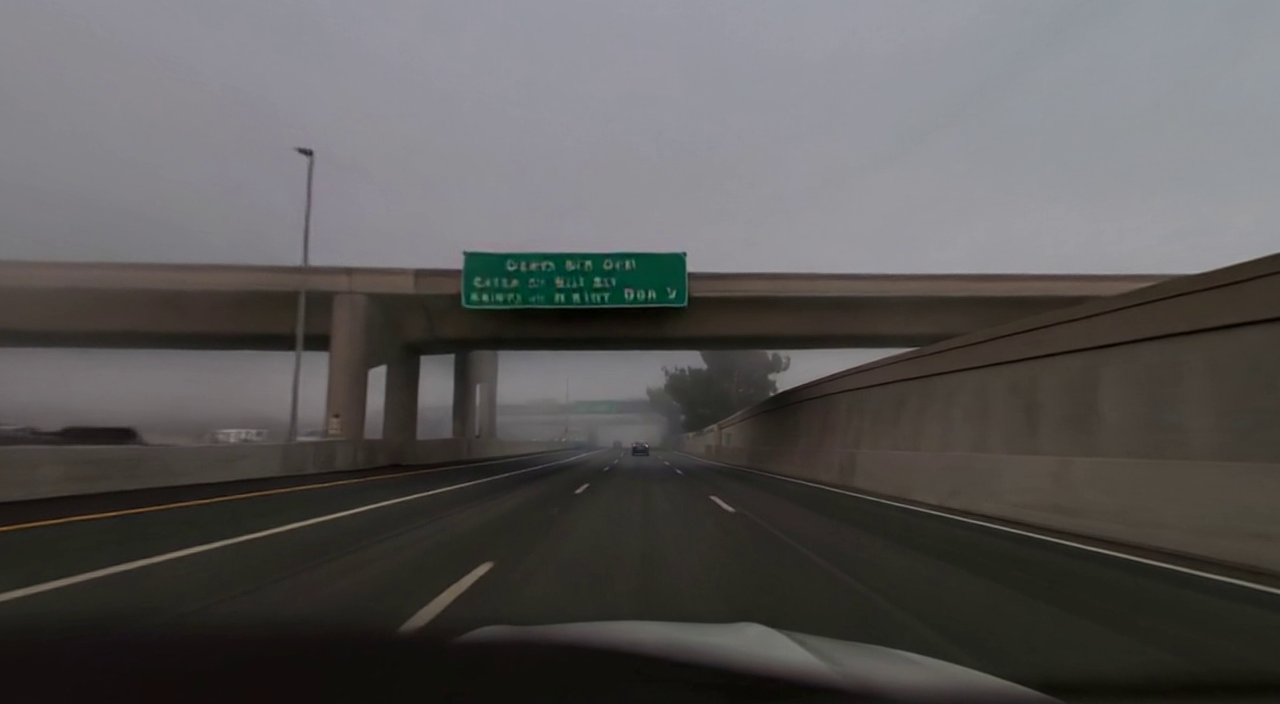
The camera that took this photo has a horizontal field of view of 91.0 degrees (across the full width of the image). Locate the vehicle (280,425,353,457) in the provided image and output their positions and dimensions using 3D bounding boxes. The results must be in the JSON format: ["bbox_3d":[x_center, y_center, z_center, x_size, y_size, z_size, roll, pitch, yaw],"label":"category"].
[{"bbox_3d":[-20.857,5.785,40.798,2.148,1.941,4.901,0,-8,-1],"label":"vehicle"}]

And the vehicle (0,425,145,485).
[{"bbox_3d":[-16.279,2.810,17.412,1.733,1.434,4.293,-1,-8,-1],"label":"vehicle"}]
